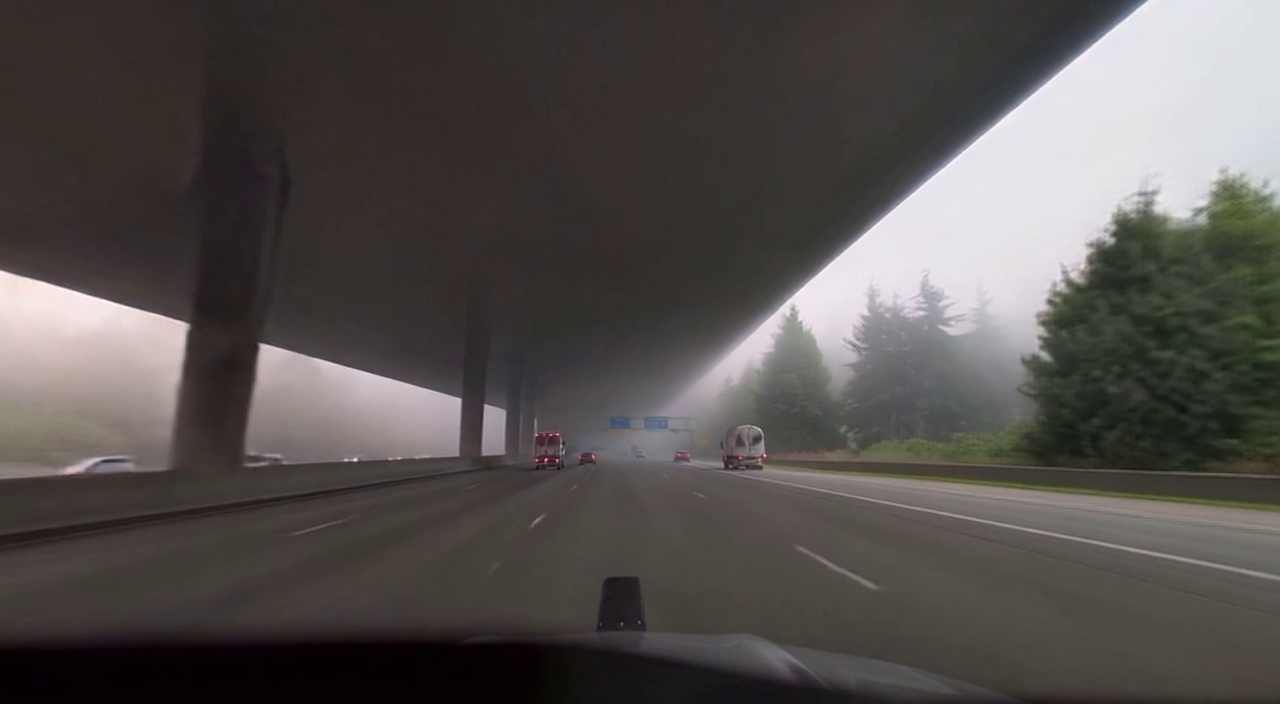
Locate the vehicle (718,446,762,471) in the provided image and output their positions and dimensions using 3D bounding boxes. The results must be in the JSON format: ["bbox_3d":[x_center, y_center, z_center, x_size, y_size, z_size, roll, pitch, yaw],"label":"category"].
[{"bbox_3d":[6.685,7.180,42.544,1.989,1.591,4.348,0,-9,-3],"label":"vehicle"}]

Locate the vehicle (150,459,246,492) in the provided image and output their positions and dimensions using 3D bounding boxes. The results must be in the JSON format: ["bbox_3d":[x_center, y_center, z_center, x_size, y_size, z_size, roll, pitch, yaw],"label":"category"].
[{"bbox_3d":[-22.530,6.294,32.365,1.859,1.480,4.401,0,-9,-3],"label":"vehicle"}]

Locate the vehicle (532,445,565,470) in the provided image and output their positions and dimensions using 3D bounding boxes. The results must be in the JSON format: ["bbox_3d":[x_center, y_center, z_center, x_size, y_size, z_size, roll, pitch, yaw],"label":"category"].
[{"bbox_3d":[-7.099,8.202,49.082,2.167,1.847,4.097,0,-9,-3],"label":"vehicle"}]
